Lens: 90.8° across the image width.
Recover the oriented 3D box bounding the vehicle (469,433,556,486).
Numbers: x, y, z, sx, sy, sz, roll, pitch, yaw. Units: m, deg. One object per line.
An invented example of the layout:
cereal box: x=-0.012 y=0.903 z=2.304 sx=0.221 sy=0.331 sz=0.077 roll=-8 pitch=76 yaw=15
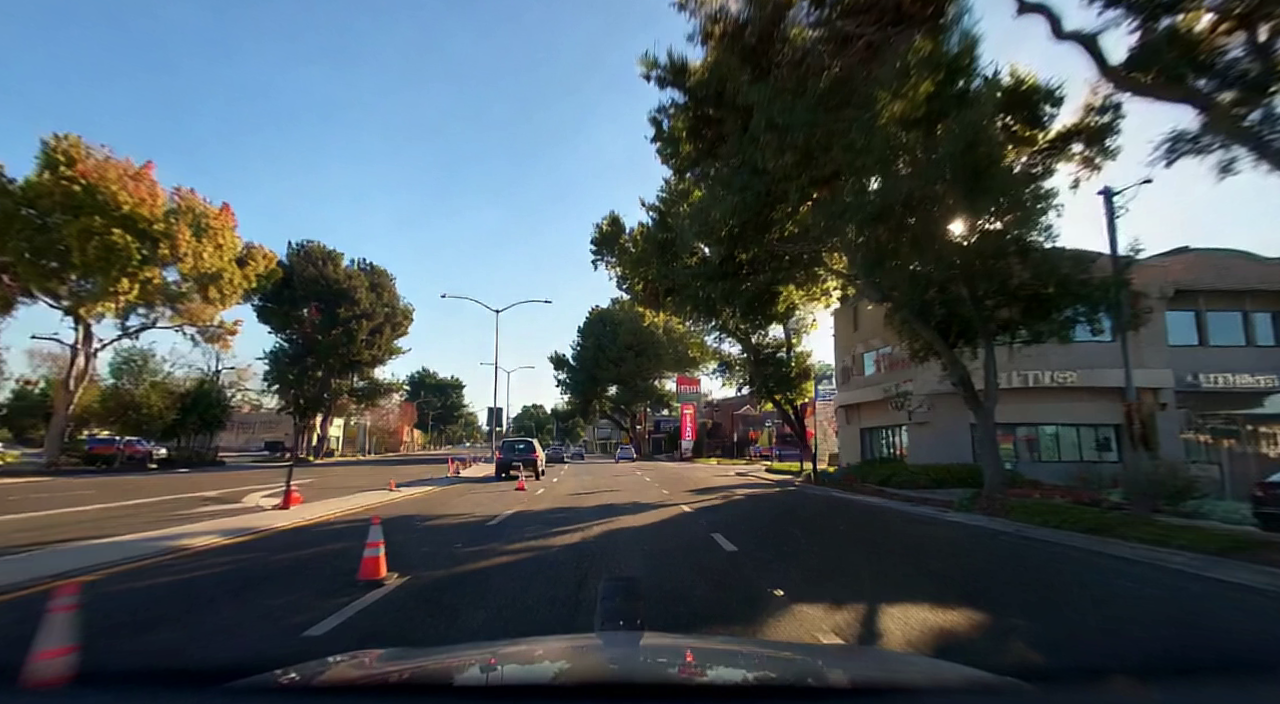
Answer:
vehicle: x=-4.431 y=3.822 z=22.717 sx=2.381 sy=1.721 sz=4.186 roll=0 pitch=-9 yaw=-2
